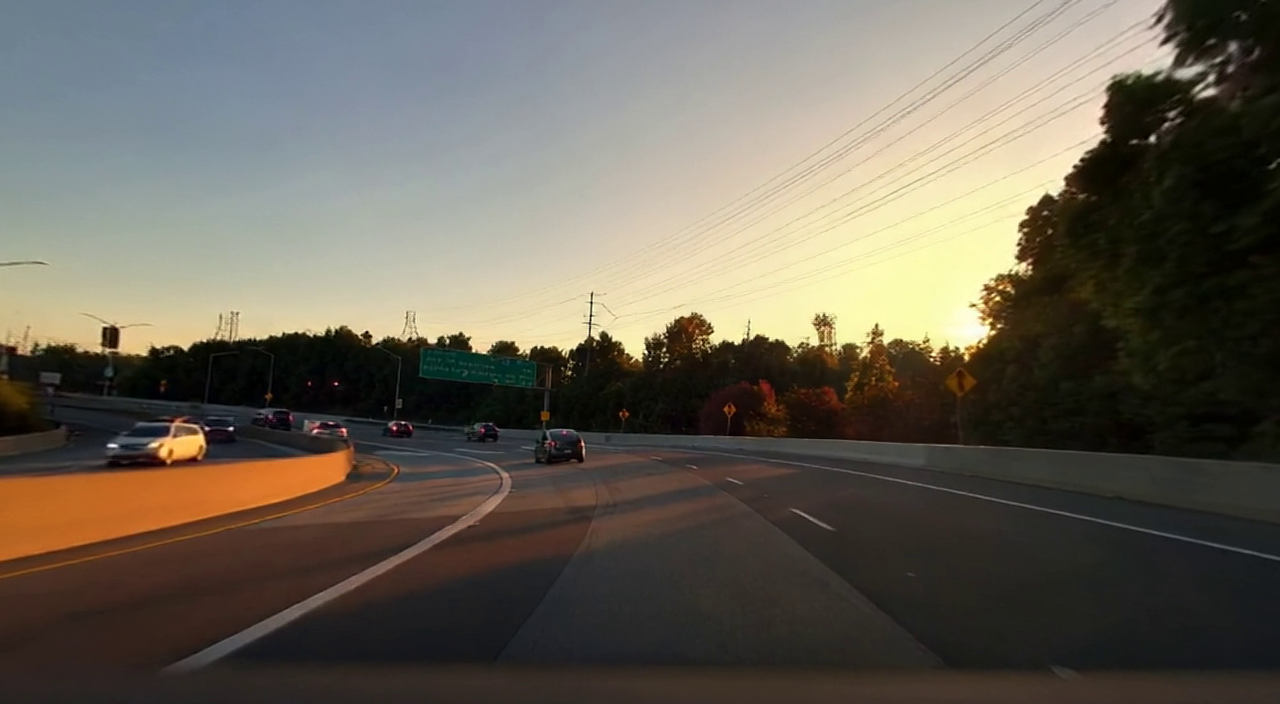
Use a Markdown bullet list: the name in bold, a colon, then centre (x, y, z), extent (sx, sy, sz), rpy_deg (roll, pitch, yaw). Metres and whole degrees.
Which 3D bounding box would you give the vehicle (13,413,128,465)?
- **vehicle**: centre (-23.519, 3.637, 26.317), extent (2.239, 1.922, 5.001), rpy_deg (5, -9, -28)

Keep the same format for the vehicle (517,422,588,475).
- **vehicle**: centre (-3.279, 3.491, 22.974), extent (2.140, 1.724, 4.304), rpy_deg (2, -9, -13)
